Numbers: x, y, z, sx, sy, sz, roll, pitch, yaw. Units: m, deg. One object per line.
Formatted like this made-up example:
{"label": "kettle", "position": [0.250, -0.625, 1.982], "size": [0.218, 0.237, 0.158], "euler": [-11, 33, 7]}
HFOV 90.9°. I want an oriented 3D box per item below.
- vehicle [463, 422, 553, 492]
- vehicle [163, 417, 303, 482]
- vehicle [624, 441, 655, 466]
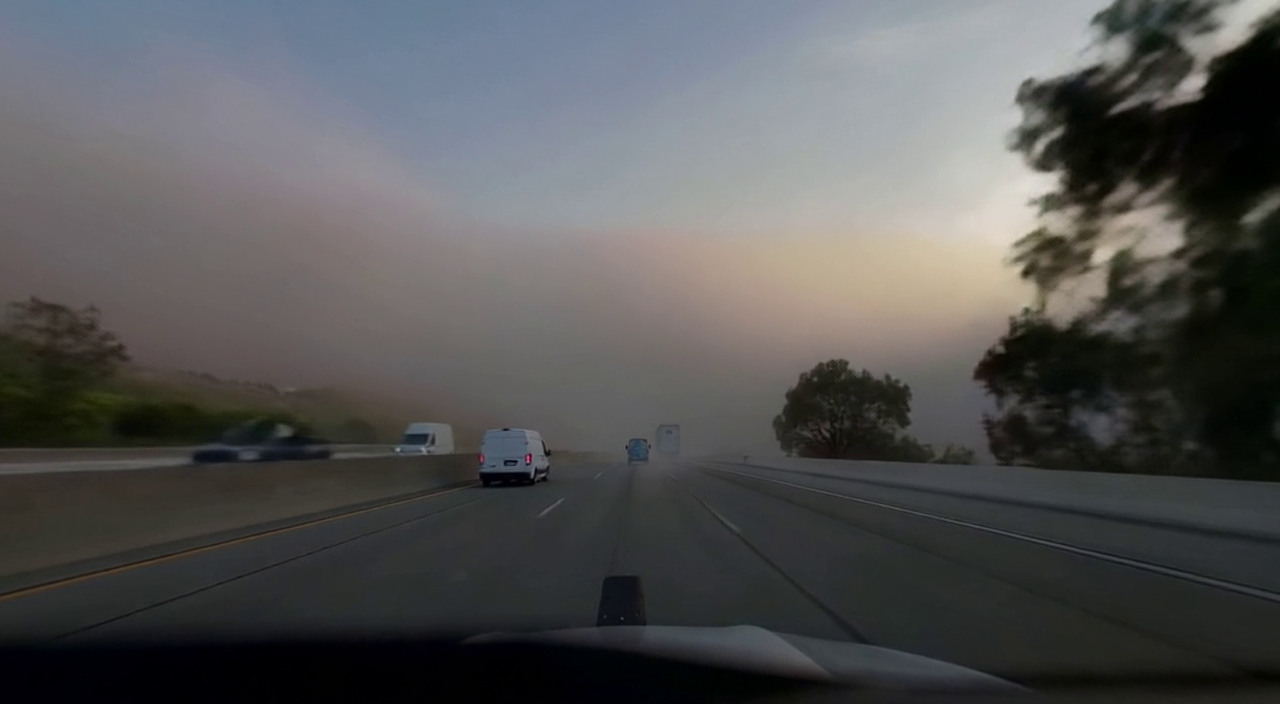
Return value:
{"label": "vehicle", "position": [-4.150, 3.410, 20.672], "size": [1.955, 2.004, 4.792], "euler": [0, -9, 0]}
{"label": "vehicle", "position": [-16.384, 4.002, 25.822], "size": [2.254, 2.358, 5.161], "euler": [0, -9, 0]}
{"label": "vehicle", "position": [-0.052, 7.453, 46.218], "size": [2.166, 1.747, 4.299], "euler": [0, -9, 0]}
